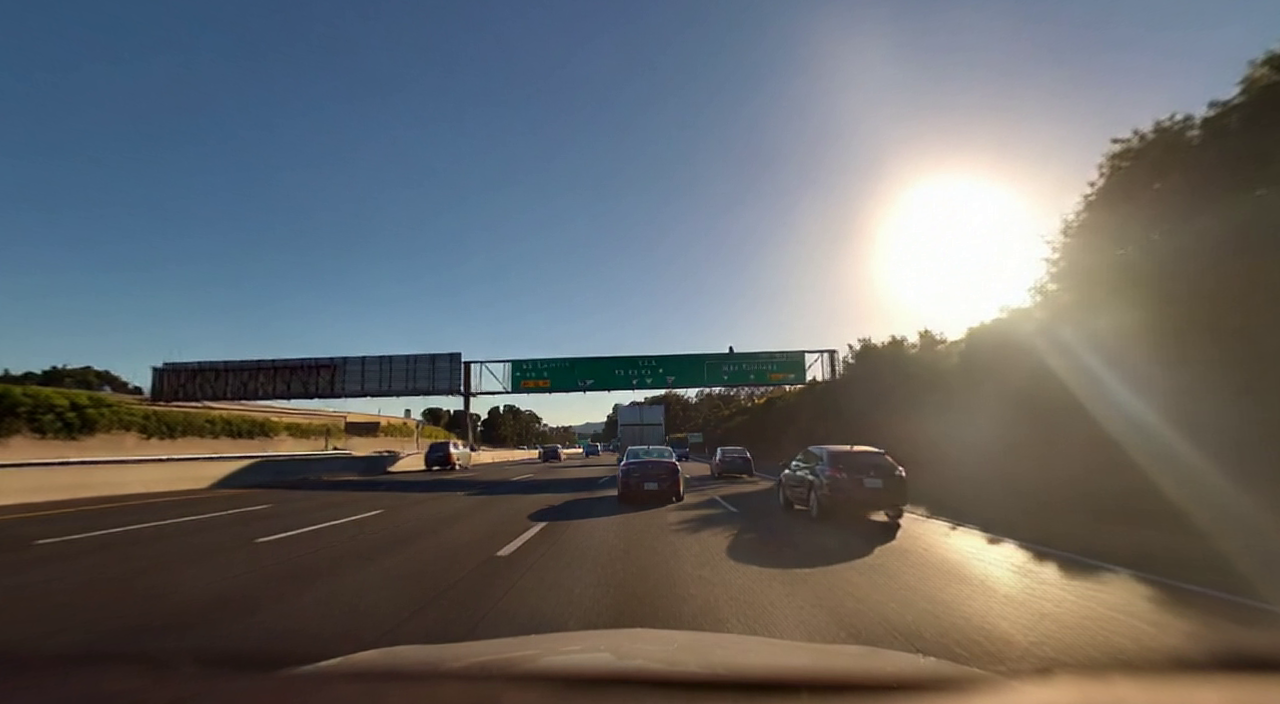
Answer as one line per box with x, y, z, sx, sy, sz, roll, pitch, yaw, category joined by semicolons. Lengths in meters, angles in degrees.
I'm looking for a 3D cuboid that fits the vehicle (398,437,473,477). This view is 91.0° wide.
-10.024;5.169;31.331;1.978;1.821;4.975;0;-9;1;vehicle

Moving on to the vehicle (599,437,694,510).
0.152;2.904;15.513;2.044;1.554;3.824;0;-9;0;vehicle

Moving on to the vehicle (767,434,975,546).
3.617;2.223;10.791;2.044;1.523;3.947;0;-9;0;vehicle

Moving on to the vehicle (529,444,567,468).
-6.382;7.250;44.088;2.014;1.587;4.265;0;-9;0;vehicle

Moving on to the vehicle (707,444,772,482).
4.196;4.758;27.299;2.002;1.499;4.710;0;-9;-1;vehicle
